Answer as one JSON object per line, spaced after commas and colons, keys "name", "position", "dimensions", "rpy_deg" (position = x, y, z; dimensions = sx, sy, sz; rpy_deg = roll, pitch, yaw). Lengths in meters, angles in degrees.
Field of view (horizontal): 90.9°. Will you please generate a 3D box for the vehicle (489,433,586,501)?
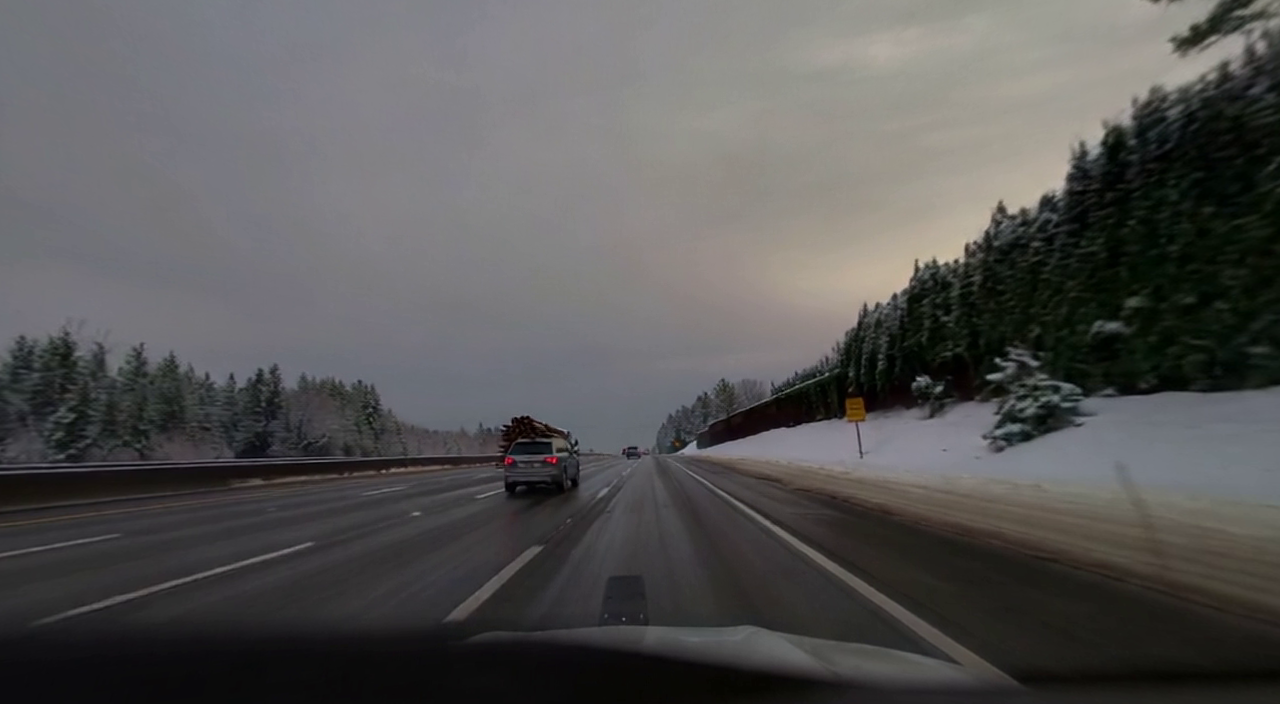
{"name": "vehicle", "position": [-2.953, 3.434, 19.268], "dimensions": [2.114, 1.787, 4.365], "rpy_deg": [0, -8, 2]}
